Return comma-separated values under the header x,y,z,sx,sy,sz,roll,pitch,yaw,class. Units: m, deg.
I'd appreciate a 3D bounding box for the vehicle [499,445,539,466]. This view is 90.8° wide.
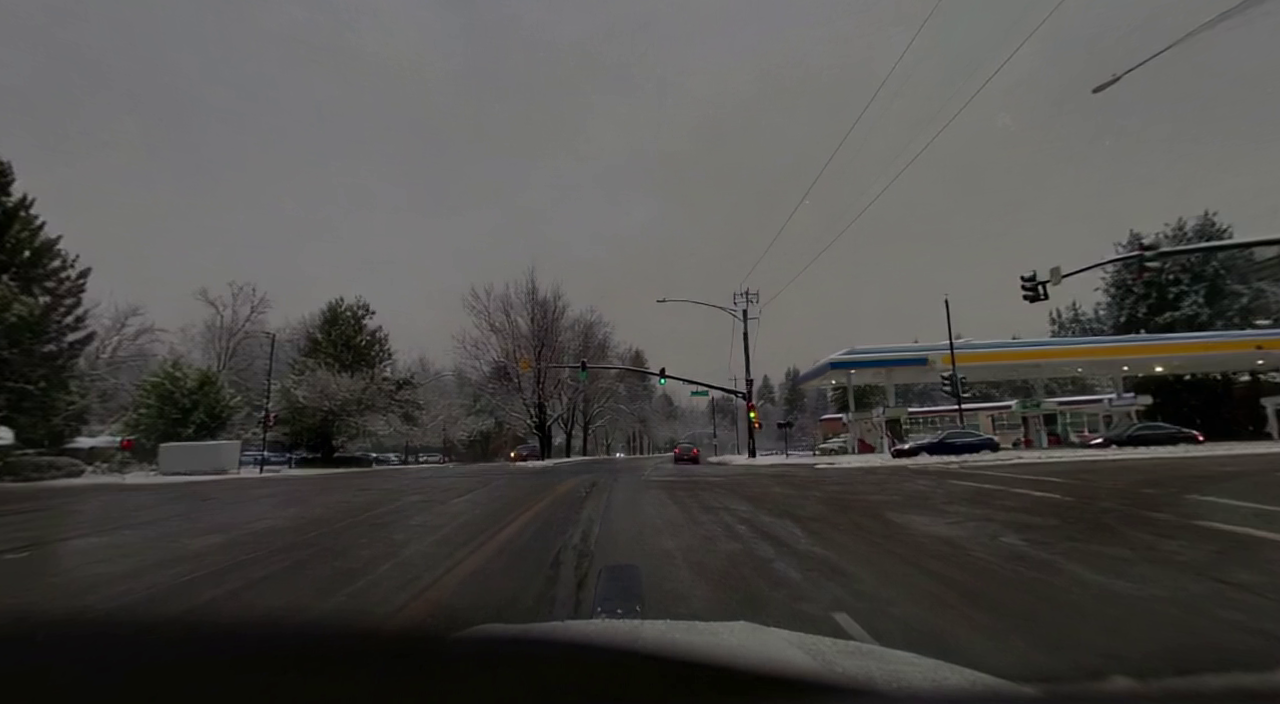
x,y,z,sx,sy,sz,roll,pitch,yaw,class
-9.279,7.990,48.810,2.023,1.498,4.605,-1,-9,3,vehicle

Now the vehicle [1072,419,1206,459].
x,y,z,sx,sy,sz,roll,pitch,yaw,class
20.445,3.592,25.980,4.002,1.544,1.820,0,-9,-4,vehicle

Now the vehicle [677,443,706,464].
x,y,z,sx,sy,sz,roll,pitch,yaw,class
3.790,7.556,47.208,1.908,1.492,3.977,0,-9,1,vehicle

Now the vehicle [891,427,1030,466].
x,y,z,sx,sy,sz,roll,pitch,yaw,class
13.172,3.917,26.214,4.605,1.497,2.061,0,-9,0,vehicle

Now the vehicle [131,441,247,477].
x,y,z,sx,sy,sz,roll,pitch,yaw,class
-33.374,7.950,46.928,6.708,2.544,2.452,0,-9,1,vehicle
